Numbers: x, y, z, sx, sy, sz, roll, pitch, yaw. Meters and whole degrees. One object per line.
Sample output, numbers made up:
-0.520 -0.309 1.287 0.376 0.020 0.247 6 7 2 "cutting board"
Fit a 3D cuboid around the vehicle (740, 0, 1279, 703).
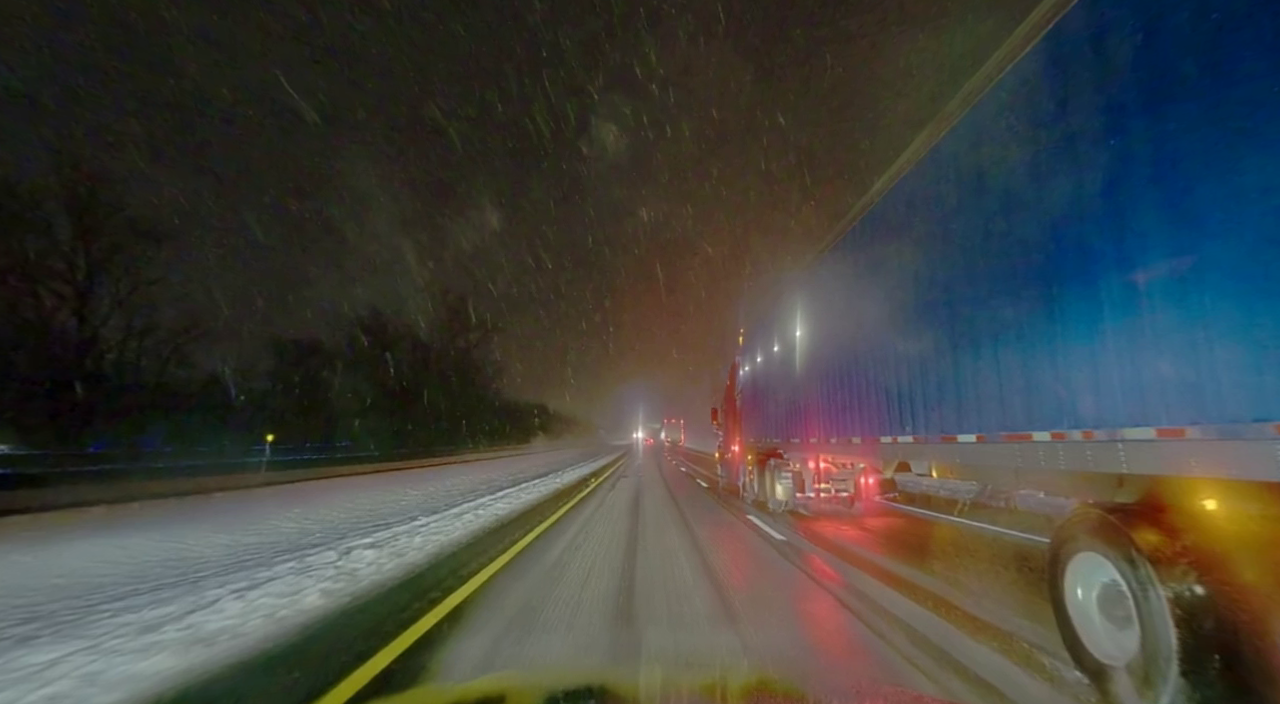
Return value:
4.065 0.279 7.057 2.976 4.114 16.788 0 -8 -1 "vehicle"
